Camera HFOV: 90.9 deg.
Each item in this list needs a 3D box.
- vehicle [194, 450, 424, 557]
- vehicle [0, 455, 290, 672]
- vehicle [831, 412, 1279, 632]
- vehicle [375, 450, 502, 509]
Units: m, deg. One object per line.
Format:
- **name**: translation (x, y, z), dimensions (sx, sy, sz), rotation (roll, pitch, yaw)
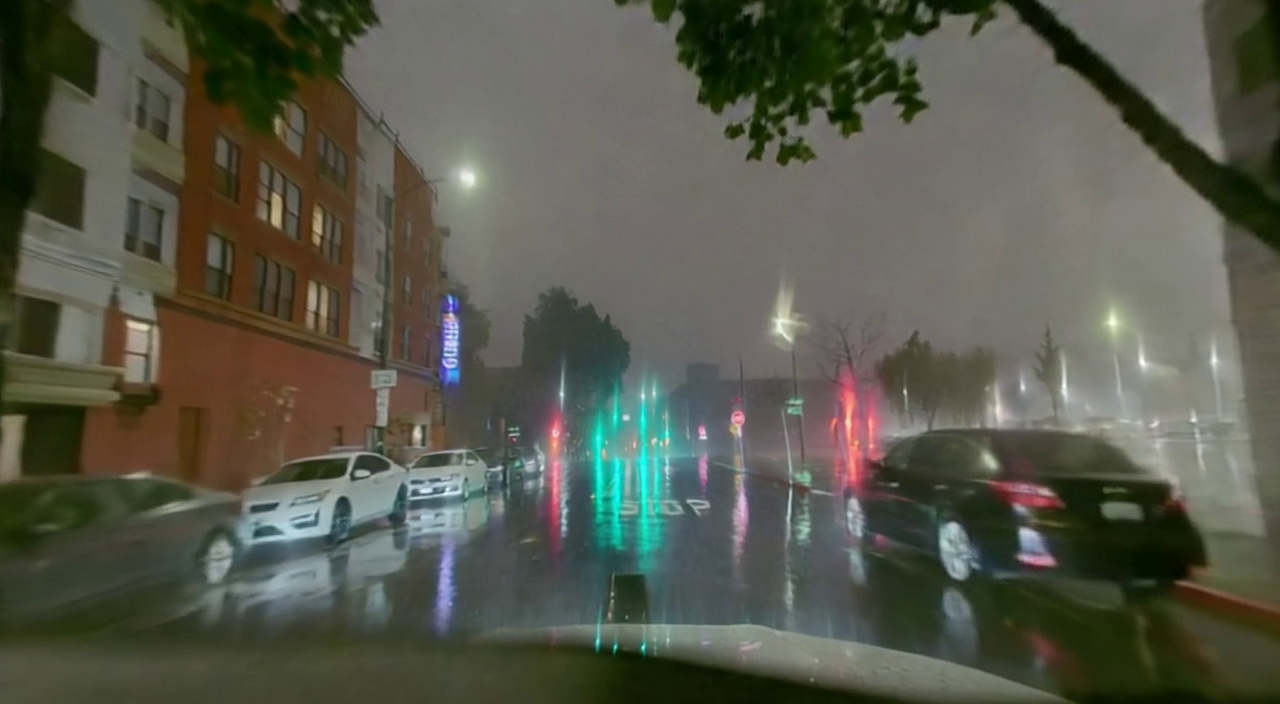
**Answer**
- **vehicle**: translation (-5.548, 2.543, 11.351), dimensions (1.834, 1.463, 4.337), rotation (0, -8, -1)
- **vehicle**: translation (-5.503, 1.724, 5.692), dimensions (1.873, 1.448, 5.013), rotation (0, -8, -1)
- **vehicle**: translation (3.784, 1.520, 6.705), dimensions (1.978, 1.554, 4.192), rotation (0, -8, -3)
- **vehicle**: translation (-5.566, 3.563, 18.134), dimensions (2.131, 1.407, 4.547), rotation (0, -8, 0)
